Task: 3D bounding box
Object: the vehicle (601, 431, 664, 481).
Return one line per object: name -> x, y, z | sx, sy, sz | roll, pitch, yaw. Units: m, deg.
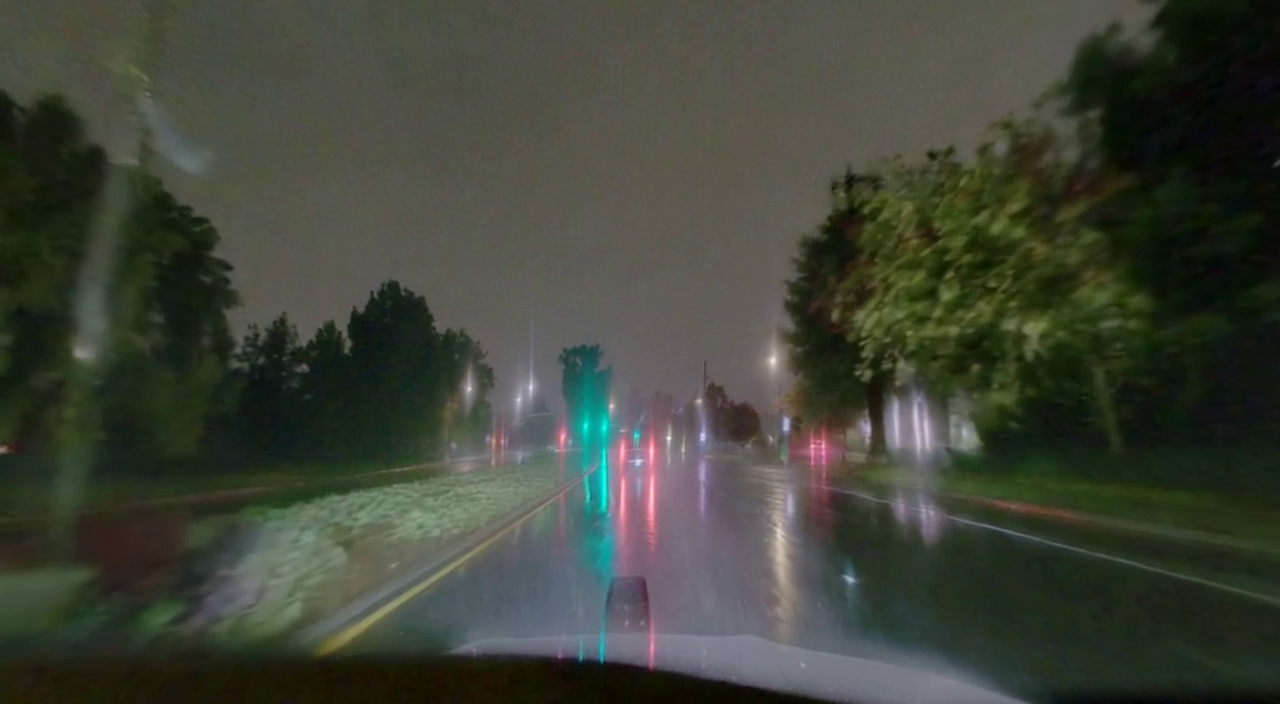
vehicle -> -0.267, 3.932, 24.043 | 2.192, 1.734, 4.176 | 0, -8, 0
